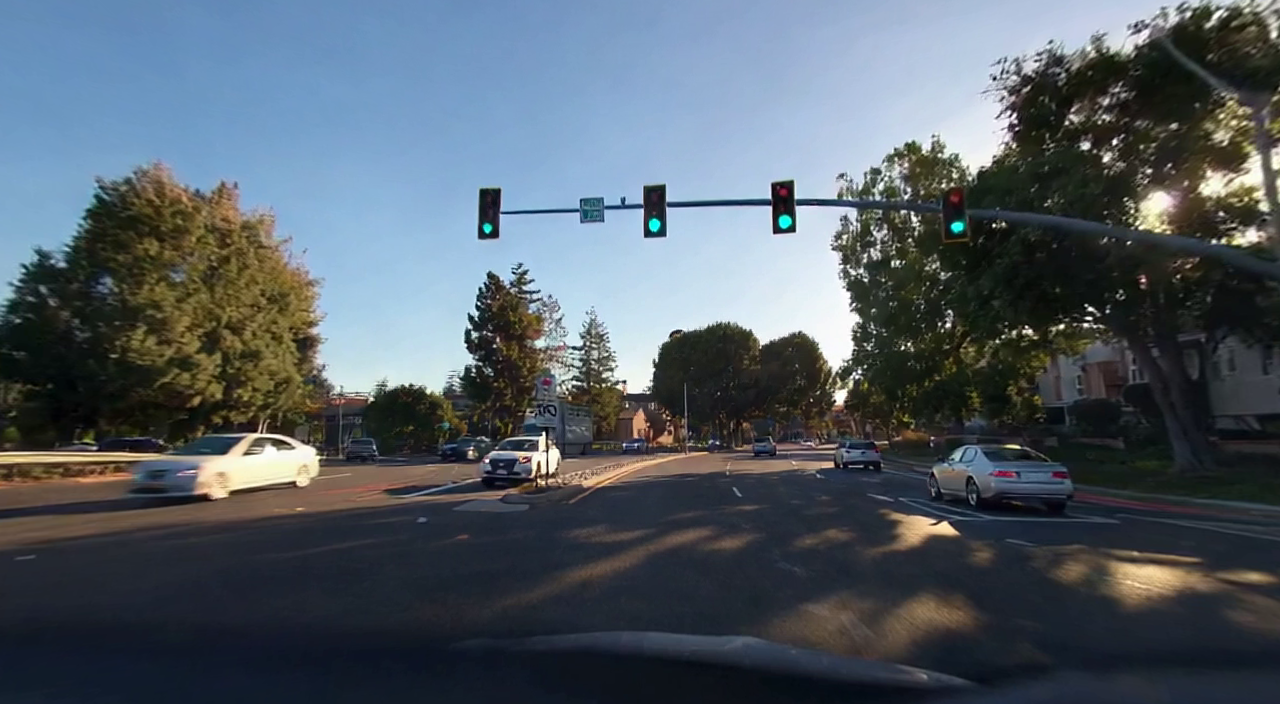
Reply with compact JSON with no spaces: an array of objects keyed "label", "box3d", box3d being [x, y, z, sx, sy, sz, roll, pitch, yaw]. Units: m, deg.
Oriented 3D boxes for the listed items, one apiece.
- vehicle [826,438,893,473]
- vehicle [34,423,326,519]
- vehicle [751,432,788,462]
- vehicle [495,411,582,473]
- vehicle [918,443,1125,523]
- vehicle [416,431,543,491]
[{"label":"vehicle","box3d":[9.862,4.657,28.635,1.855,1.444,4.389,-1,-8,6]},{"label":"vehicle","box3d":[-8.345,2.196,12.189,1.936,1.470,4.675,-1,-8,3]},{"label":"vehicle","box3d":[7.818,5.787,38.418,1.991,1.684,4.127,-1,-8,9]},{"label":"vehicle","box3d":[-3.909,3.646,25.537,2.334,2.214,5.724,0,-8,3]},{"label":"vehicle","box3d":[7.663,2.620,13.298,1.783,1.386,4.433,0,-8,3]},{"label":"vehicle","box3d":[-4.368,3.013,18.043,2.036,1.476,4.557,-1,-7,6]}]
